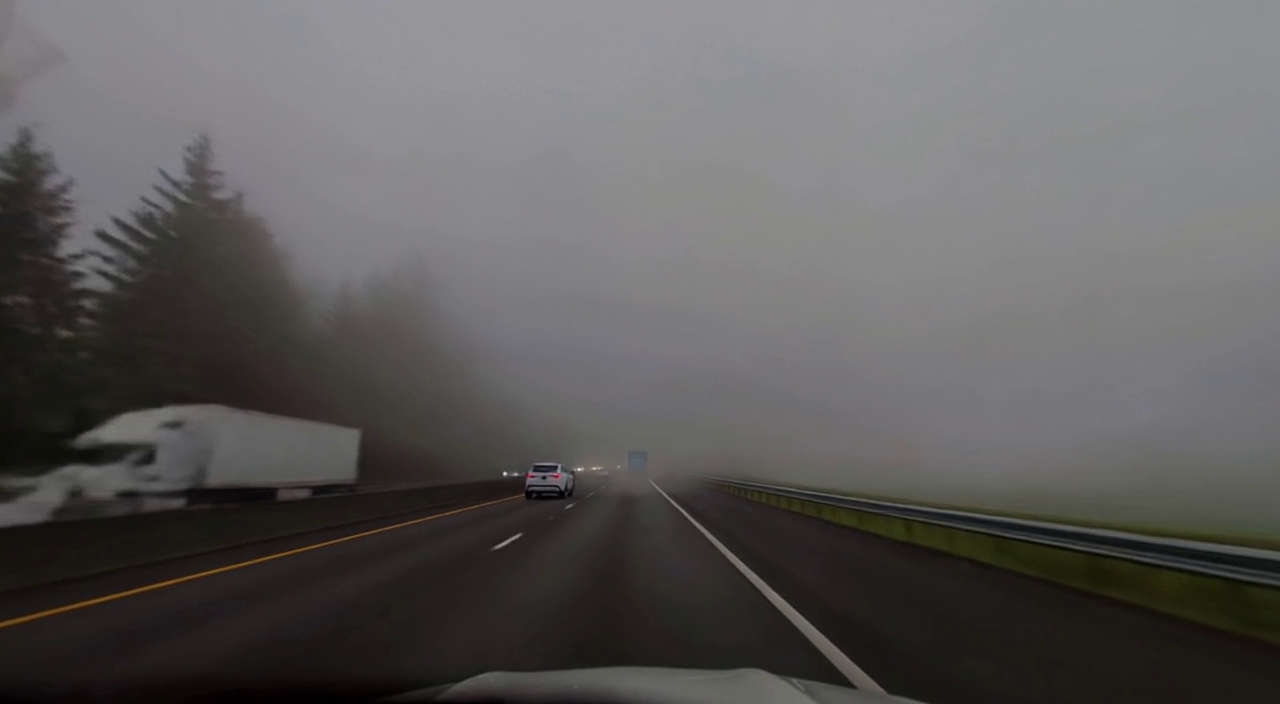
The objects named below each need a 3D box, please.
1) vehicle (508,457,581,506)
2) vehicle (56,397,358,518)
[{"bbox_3d":[-3.667,5.106,25.064,2.124,1.705,4.440,1,-11,1],"label":"vehicle"},{"bbox_3d":[-16.123,4.426,25.809,2.973,3.602,13.198,1,-11,0],"label":"vehicle"}]
